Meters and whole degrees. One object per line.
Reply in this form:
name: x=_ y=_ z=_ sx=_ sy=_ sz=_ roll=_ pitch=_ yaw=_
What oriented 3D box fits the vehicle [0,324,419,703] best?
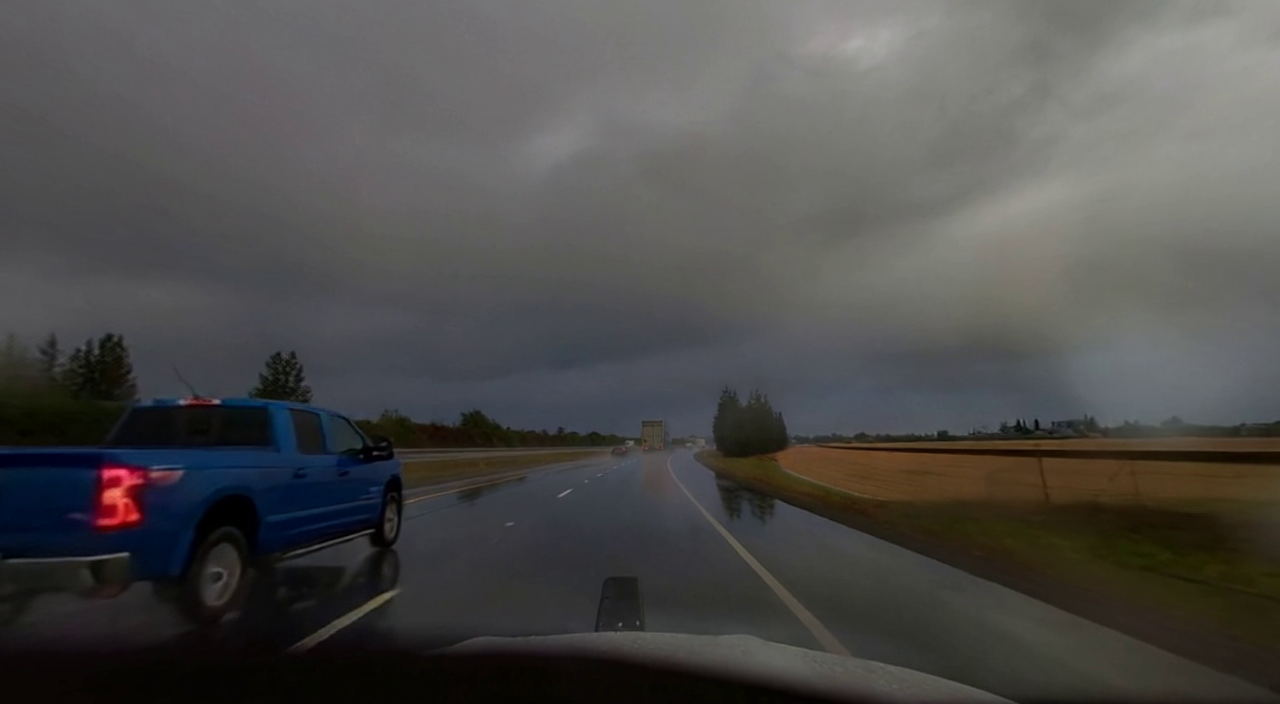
vehicle: x=-4.026 y=1.132 z=5.512 sx=2.295 sy=1.815 sz=4.983 roll=0 pitch=-9 yaw=1
